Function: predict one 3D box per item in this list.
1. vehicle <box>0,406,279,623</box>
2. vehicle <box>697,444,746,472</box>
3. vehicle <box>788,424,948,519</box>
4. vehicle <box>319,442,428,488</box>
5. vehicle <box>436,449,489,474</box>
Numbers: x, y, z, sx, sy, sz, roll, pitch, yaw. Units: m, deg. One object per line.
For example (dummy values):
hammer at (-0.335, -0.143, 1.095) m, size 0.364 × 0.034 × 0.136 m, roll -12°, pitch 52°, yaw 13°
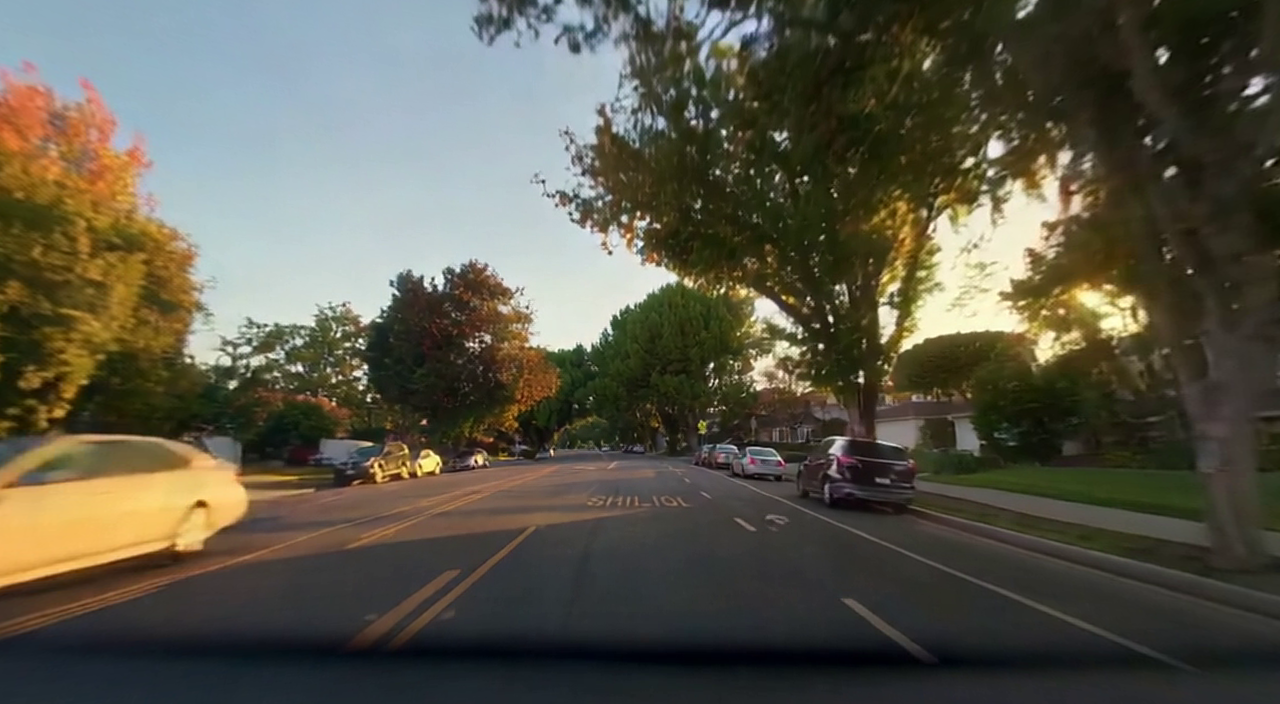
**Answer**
vehicle at (-6.265, 1.550, 6.693) m, size 2.166 × 1.734 × 4.551 m, roll 0°, pitch -9°, yaw 0°
vehicle at (4.487, 5.925, 35.591) m, size 2.196 × 1.472 × 4.426 m, roll 0°, pitch -9°, yaw 0°
vehicle at (5.057, 2.714, 14.762) m, size 2.087 × 1.869 × 4.159 m, roll 0°, pitch -9°, yaw -1°
vehicle at (-11.331, 4.829, 27.385) m, size 2.459 × 1.804 × 4.877 m, roll 0°, pitch -9°, yaw 2°
vehicle at (-11.078, 6.846, 39.793) m, size 1.949 × 1.457 × 4.581 m, roll 0°, pitch -9°, yaw 0°
